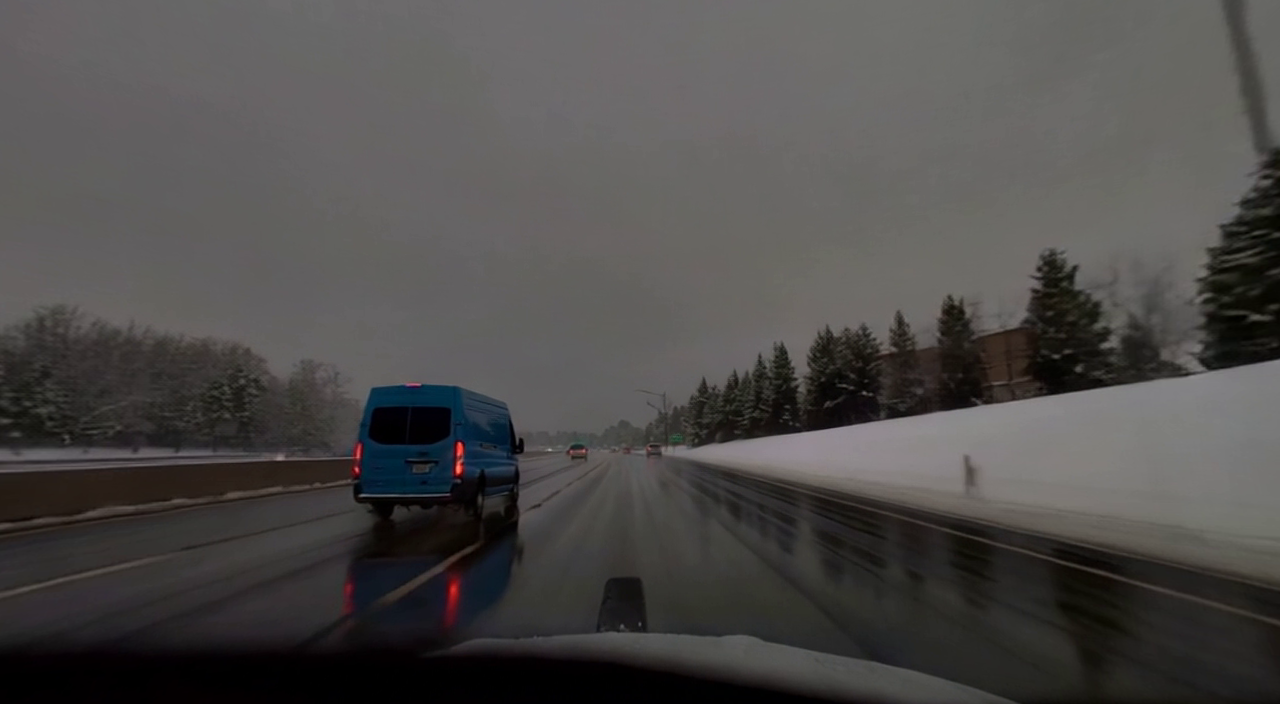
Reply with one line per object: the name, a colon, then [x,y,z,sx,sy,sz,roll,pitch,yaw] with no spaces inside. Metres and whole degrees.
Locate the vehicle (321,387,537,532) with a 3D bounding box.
vehicle: [-3.733,2.080,12.551,2.372,2.248,5.393,0,-9,1]
